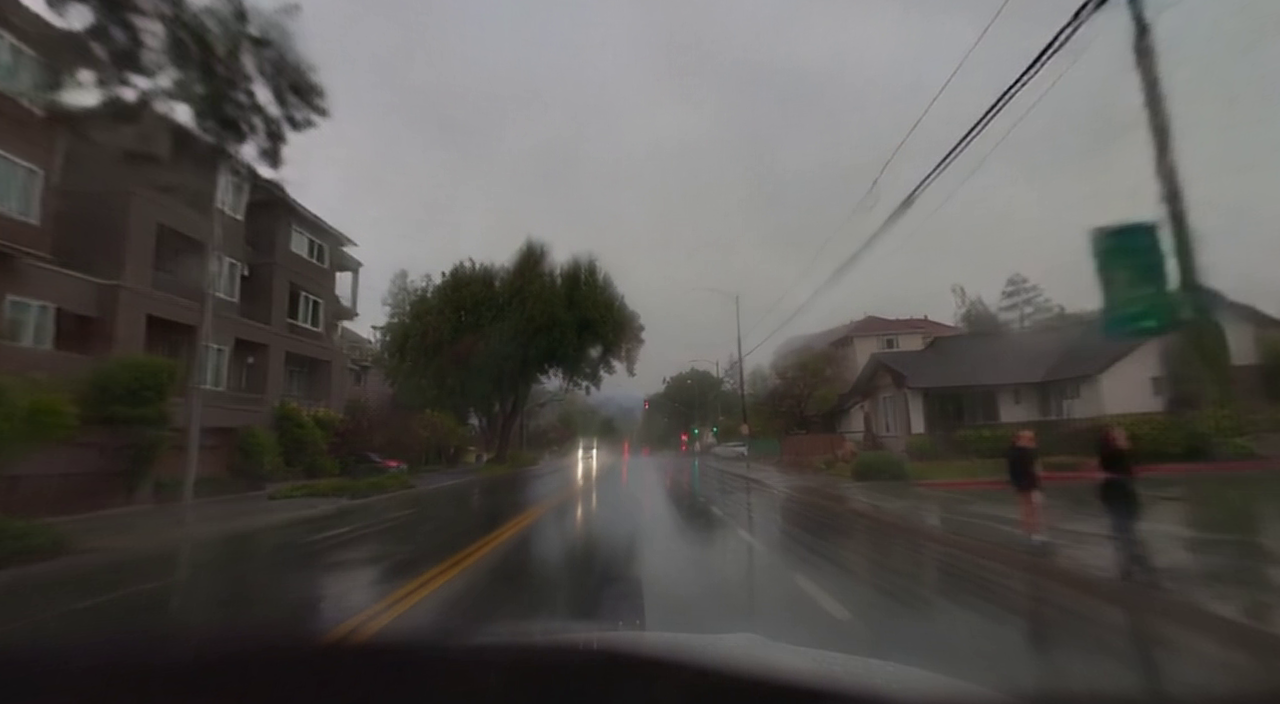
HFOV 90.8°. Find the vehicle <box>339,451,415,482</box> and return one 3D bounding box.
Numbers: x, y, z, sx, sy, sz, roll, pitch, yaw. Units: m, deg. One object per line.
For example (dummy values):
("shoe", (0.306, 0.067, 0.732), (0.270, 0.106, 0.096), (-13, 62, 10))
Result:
("vehicle", (-12.800, 5.565, 31.058), (1.934, 1.389, 4.364), (0, -9, -1))
